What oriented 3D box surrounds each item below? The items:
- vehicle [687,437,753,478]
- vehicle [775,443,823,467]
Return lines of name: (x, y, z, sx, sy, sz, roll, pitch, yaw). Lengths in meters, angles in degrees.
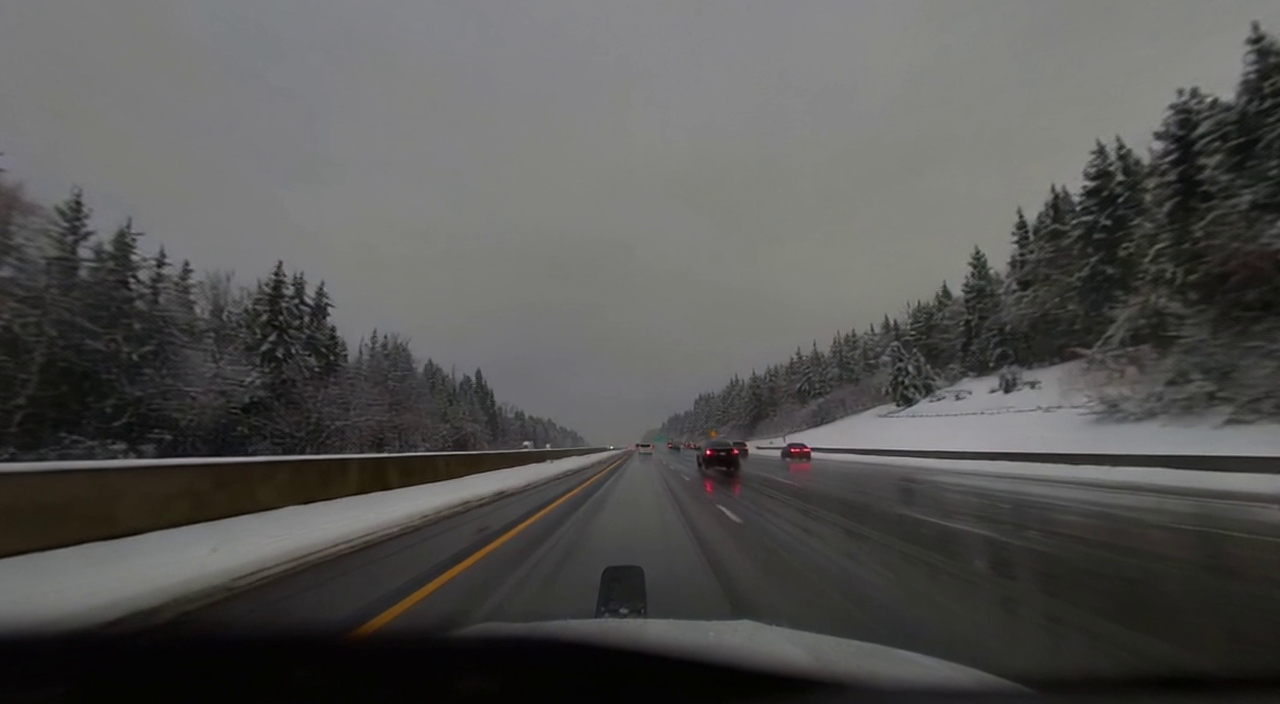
vehicle: (3.453, 4.660, 28.029, 2.326, 1.644, 4.206, 0, -9, -1)
vehicle: (10.401, 6.760, 41.622, 1.970, 1.479, 4.480, 0, -9, -1)
